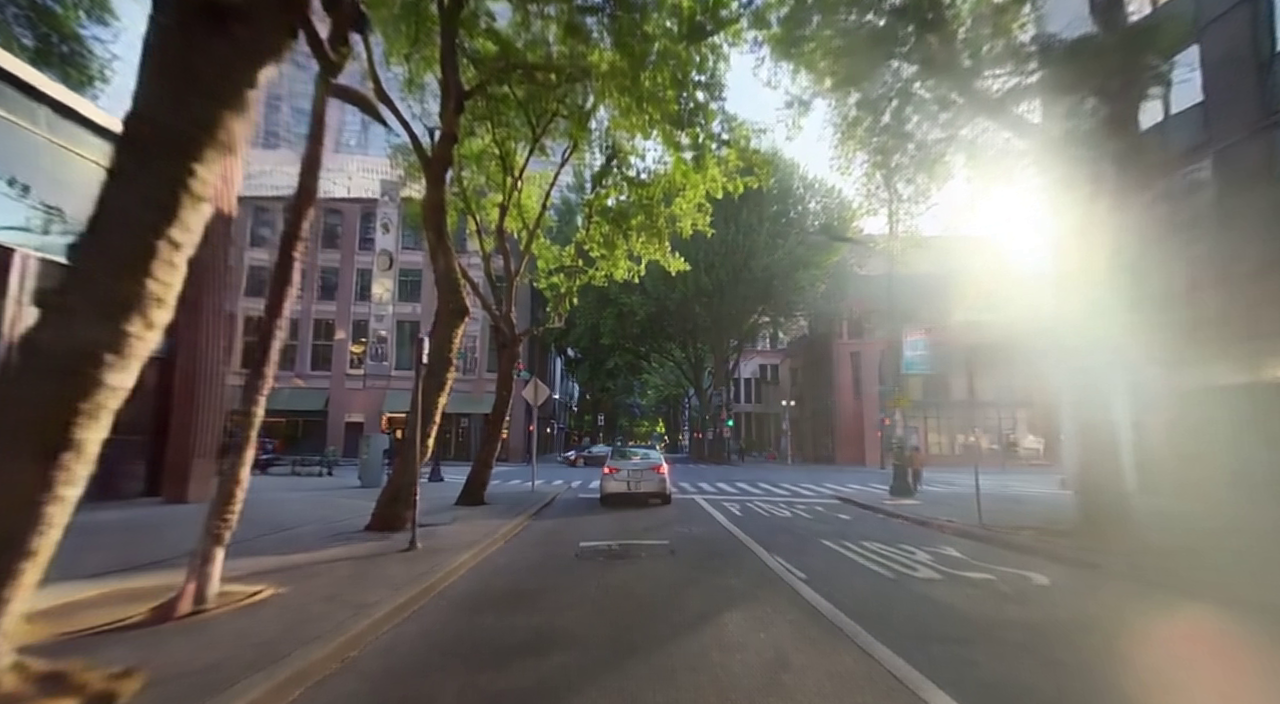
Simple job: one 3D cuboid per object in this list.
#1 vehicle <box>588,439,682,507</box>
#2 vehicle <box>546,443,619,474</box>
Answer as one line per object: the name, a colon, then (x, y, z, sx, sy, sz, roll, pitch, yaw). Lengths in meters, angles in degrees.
vehicle: (-0.146, 3.057, 16.440, 2.106, 1.482, 4.459, 0, -9, -1)
vehicle: (-3.124, 5.581, 33.283, 1.871, 1.468, 4.627, 5, -10, -33)
